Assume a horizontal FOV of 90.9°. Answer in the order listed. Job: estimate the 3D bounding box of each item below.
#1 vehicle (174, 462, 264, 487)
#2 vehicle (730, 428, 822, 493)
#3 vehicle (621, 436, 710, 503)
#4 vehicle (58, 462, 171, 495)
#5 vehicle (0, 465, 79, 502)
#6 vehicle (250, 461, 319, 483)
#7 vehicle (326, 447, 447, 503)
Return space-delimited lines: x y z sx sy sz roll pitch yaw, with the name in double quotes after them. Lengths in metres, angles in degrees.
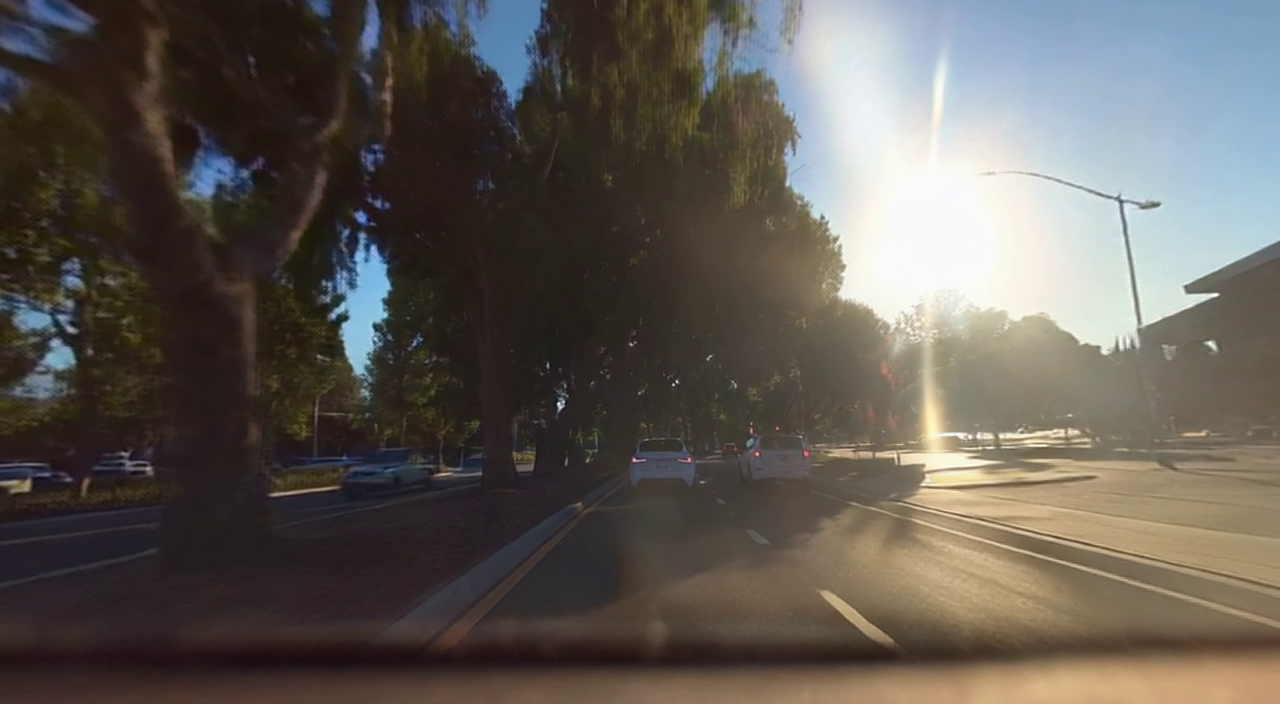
-27.079 7.856 40.623 4.366 1.486 2.072 -1 -8 5 "vehicle"
4.263 3.483 20.650 1.953 1.818 5.299 -1 -8 2 "vehicle"
0.678 3.123 17.256 2.154 1.585 3.997 -1 -8 2 "vehicle"
-27.577 6.632 33.156 4.434 1.582 1.946 -1 -8 7 "vehicle"
-27.531 5.742 27.682 4.106 1.465 1.869 -1 -8 5 "vehicle"
-25.743 8.680 45.726 4.011 1.473 1.913 -2 -8 10 "vehicle"
-7.719 3.766 19.726 1.773 1.449 4.322 -4 -9 4 "vehicle"
